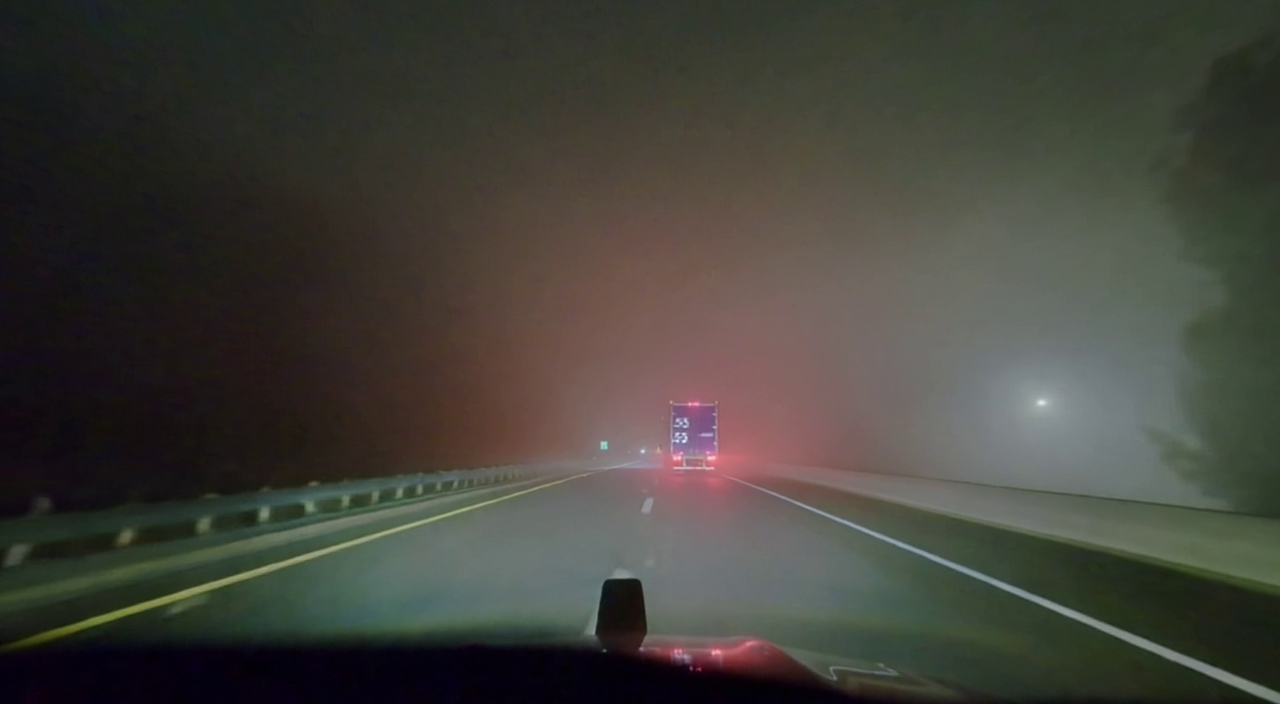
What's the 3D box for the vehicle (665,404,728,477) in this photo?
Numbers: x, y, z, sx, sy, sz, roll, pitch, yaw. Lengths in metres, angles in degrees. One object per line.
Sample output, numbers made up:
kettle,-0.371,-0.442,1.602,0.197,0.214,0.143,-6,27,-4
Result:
vehicle,3.144,5.350,37.660,3.107,3.718,10.231,1,-9,2
